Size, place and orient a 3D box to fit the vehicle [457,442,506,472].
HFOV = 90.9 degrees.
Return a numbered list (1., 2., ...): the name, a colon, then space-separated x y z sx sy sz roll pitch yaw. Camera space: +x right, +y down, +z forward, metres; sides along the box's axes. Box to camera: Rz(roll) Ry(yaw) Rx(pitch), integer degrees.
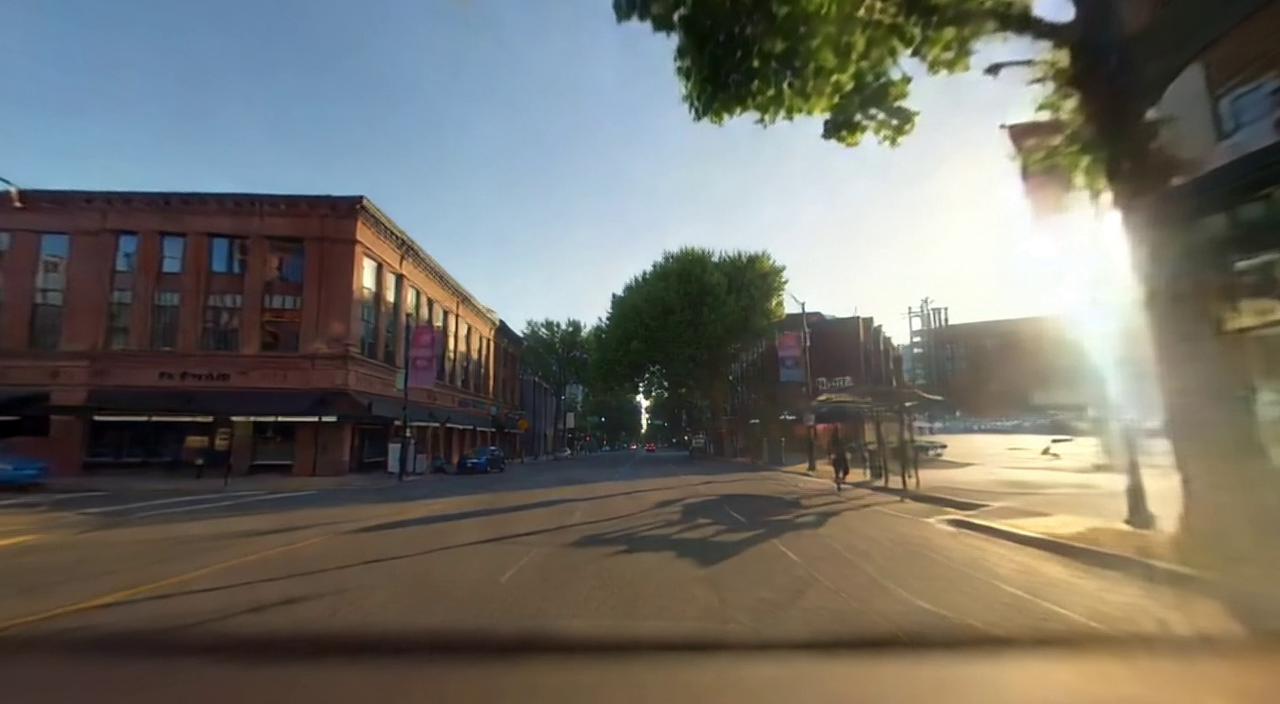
1. vehicle: -10.583 7.002 42.465 2.060 1.796 4.675 -1 -7 0
